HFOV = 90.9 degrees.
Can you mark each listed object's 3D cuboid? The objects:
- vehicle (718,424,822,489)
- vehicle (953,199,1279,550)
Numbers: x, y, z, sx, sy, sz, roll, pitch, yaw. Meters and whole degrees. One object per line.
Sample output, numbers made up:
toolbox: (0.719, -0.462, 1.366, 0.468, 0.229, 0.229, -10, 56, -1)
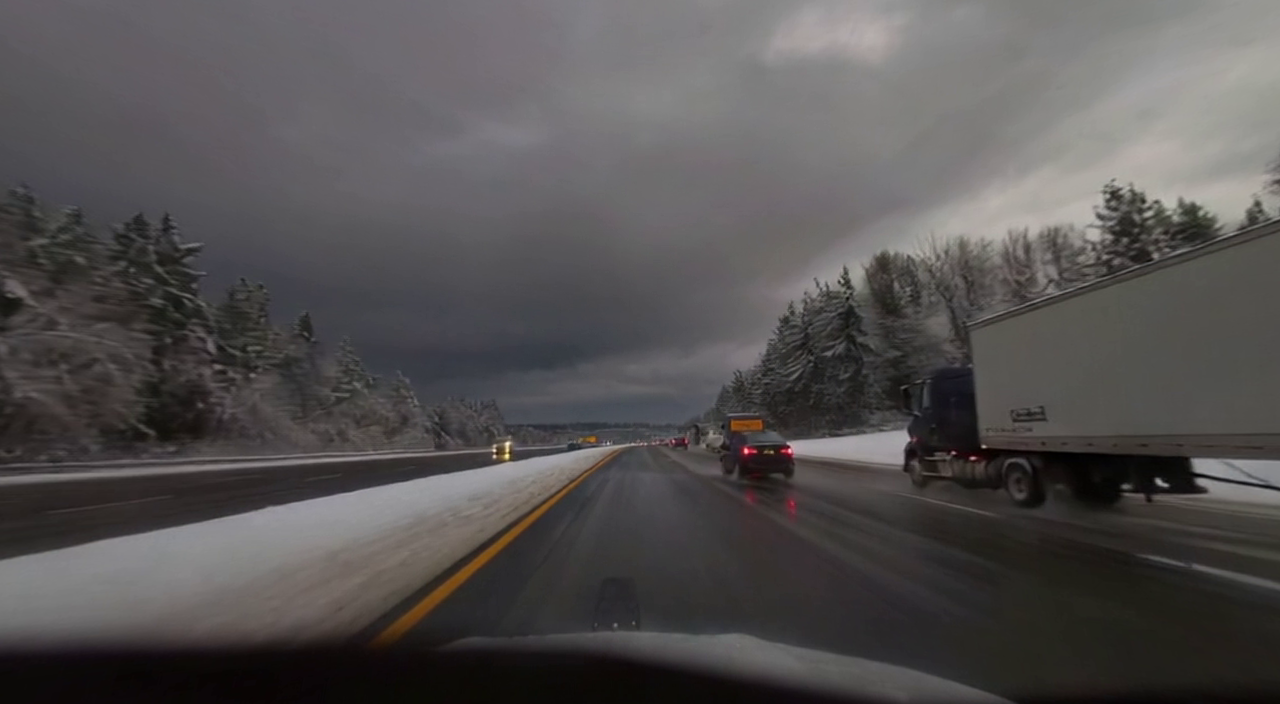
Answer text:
vehicle: (3.694, 3.041, 18.801, 2.011, 1.672, 4.415, 0, -8, -2)
vehicle: (9.259, 0.295, 7.678, 3.440, 4.093, 13.944, 0, -8, -1)
